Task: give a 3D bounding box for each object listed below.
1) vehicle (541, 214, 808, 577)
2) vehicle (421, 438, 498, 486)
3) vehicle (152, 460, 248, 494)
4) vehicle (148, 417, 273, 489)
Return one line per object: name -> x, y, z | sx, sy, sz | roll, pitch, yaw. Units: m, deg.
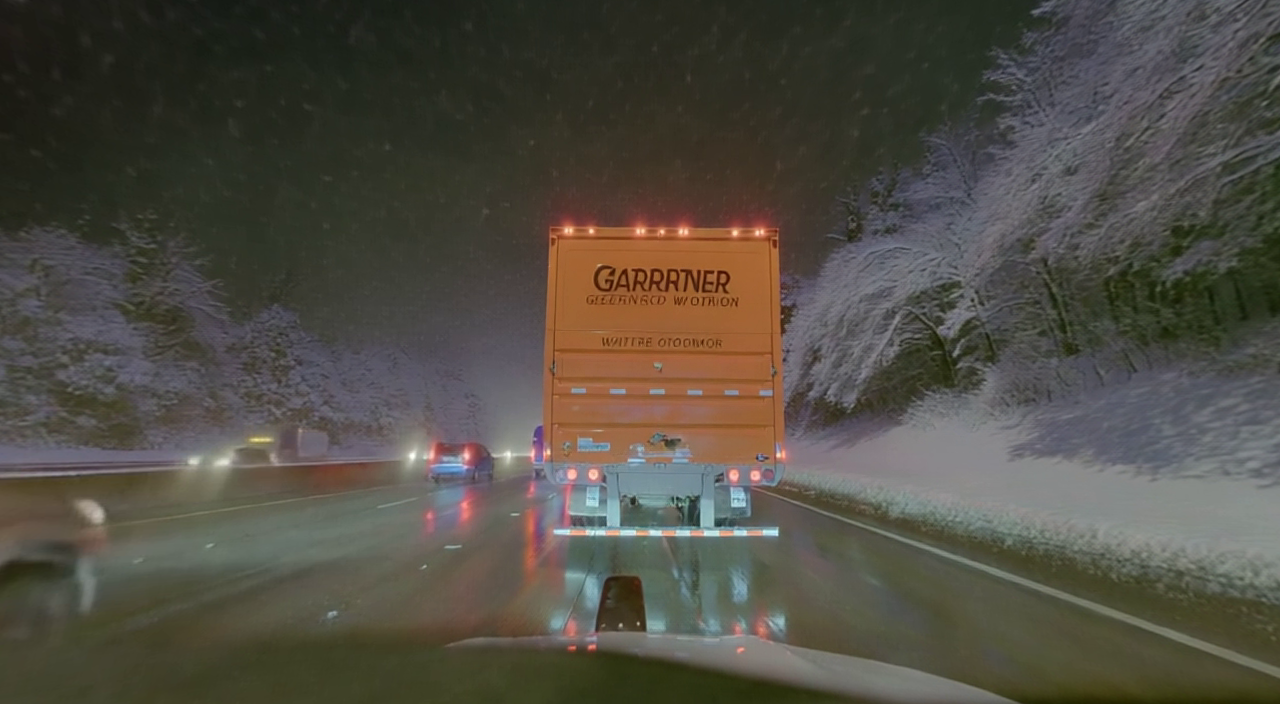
vehicle -> 0.482, 1.233, 12.276 | 2.853, 4.054, 10.557 | 0, -9, 1
vehicle -> -8.560, 5.277, 30.537 | 2.174, 2.059, 5.314 | 0, -9, 0
vehicle -> -20.544, 5.843, 29.658 | 1.851, 1.430, 3.604 | 0, -9, 0
vehicle -> -25.303, 6.025, 37.617 | 2.982, 3.901, 5.976 | 0, -9, 0
